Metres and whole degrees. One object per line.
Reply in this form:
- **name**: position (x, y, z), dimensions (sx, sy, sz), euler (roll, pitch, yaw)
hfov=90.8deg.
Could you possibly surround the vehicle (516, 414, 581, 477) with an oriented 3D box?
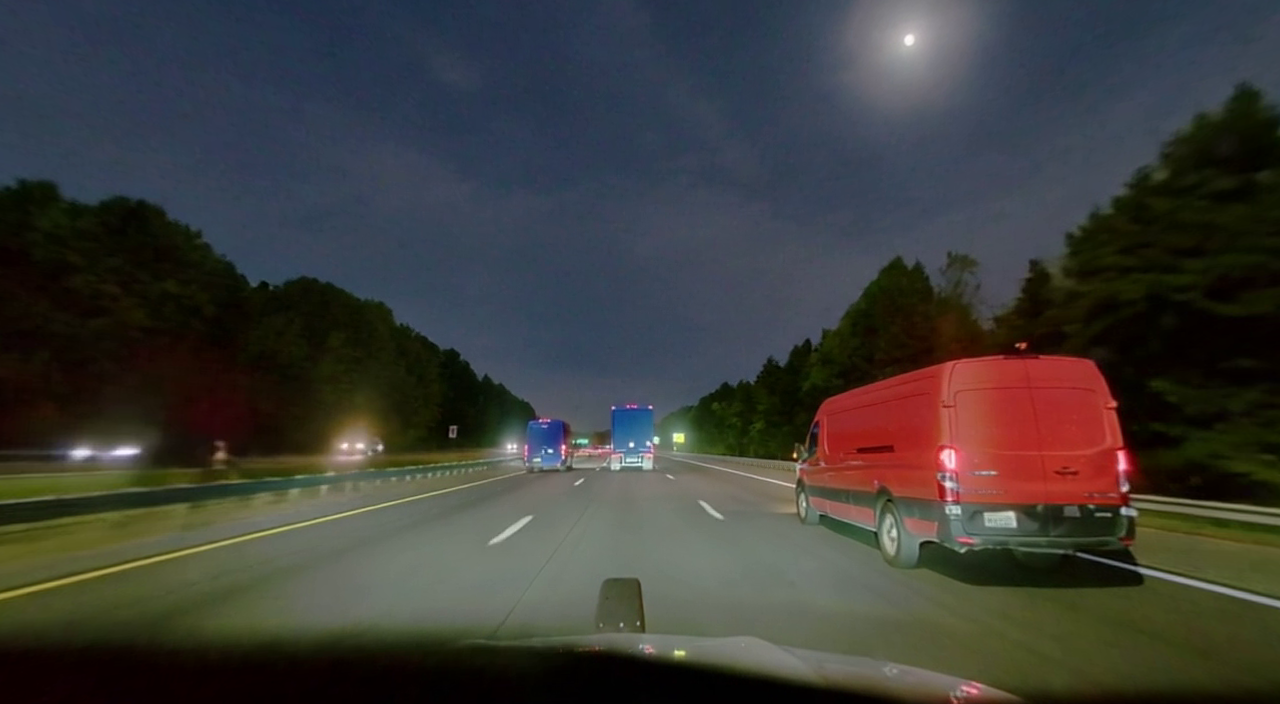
- **vehicle**: position (-4.395, 4.680, 31.426), dimensions (2.357, 2.786, 6.144), euler (0, -9, -1)

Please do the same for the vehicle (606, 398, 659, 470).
- **vehicle**: position (-0.448, 5.436, 40.667), dimensions (2.995, 4.036, 10.311), euler (0, -9, 0)

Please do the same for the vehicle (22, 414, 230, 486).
- **vehicle**: position (-13.089, 2.556, 16.496), dimensions (1.994, 1.636, 4.057), euler (0, -9, 0)

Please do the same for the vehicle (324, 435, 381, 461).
- **vehicle**: position (-17.475, 5.891, 38.524), dimensions (1.757, 1.478, 3.711), euler (0, -9, -1)
